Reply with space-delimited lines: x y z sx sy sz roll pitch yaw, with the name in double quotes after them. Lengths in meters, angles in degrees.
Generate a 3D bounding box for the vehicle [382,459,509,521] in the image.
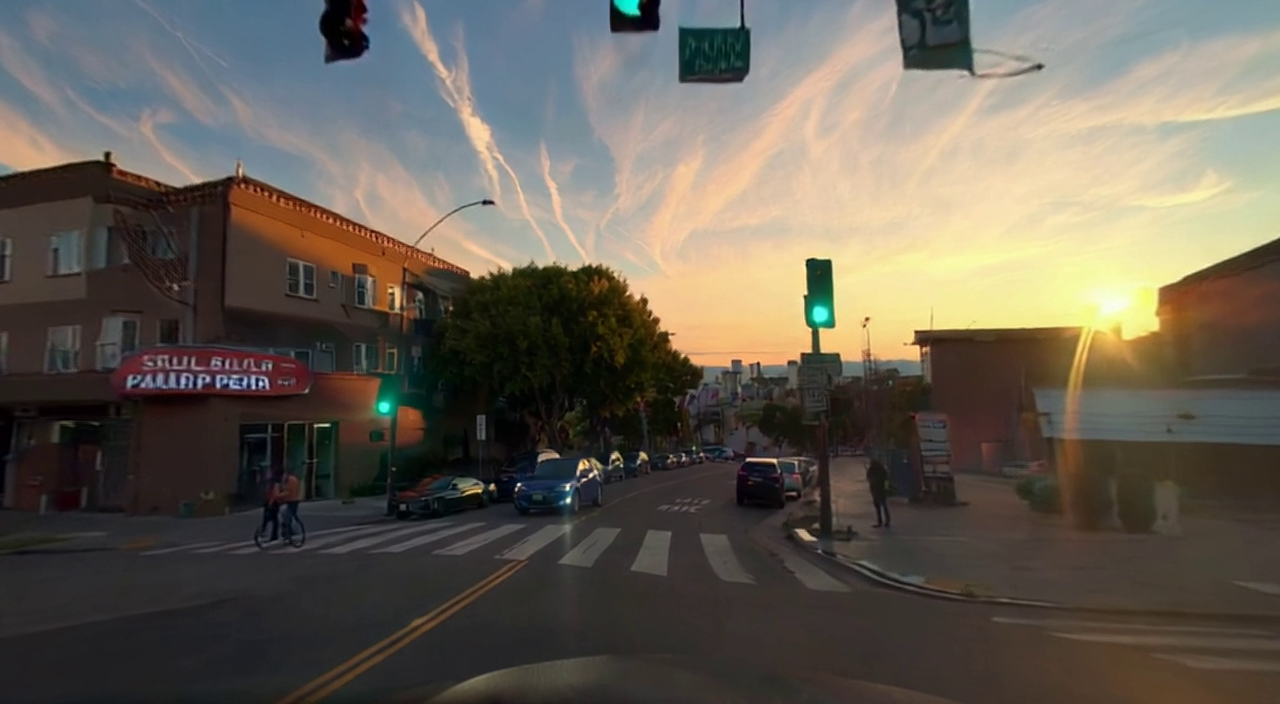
-6.408 4.575 21.344 1.933 1.461 4.393 -8 -8 15 "vehicle"

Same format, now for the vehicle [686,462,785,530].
2.693 3.750 16.975 1.892 1.481 4.365 -4 -10 18 "vehicle"

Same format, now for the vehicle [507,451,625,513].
-2.205 4.128 20.522 2.181 1.723 4.692 -3 -10 15 "vehicle"
